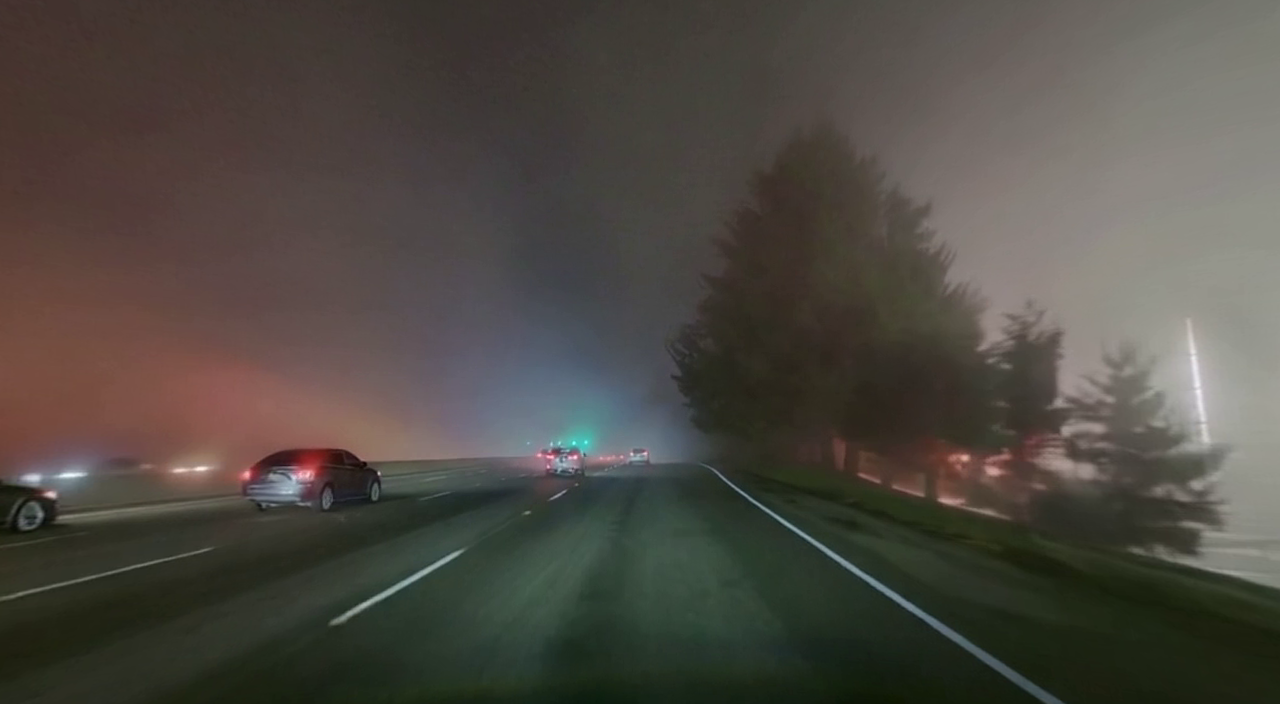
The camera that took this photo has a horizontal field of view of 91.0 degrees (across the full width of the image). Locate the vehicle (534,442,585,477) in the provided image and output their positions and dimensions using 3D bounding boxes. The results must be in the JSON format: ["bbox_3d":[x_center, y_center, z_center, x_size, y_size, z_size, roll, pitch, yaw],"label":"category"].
[{"bbox_3d":[-4.228,5.740,33.784,2.158,1.717,4.375,0,-9,1],"label":"vehicle"}]

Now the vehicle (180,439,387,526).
[{"bbox_3d":[-7.904,2.908,14.629,2.071,1.661,4.540,0,-9,1],"label":"vehicle"}]
